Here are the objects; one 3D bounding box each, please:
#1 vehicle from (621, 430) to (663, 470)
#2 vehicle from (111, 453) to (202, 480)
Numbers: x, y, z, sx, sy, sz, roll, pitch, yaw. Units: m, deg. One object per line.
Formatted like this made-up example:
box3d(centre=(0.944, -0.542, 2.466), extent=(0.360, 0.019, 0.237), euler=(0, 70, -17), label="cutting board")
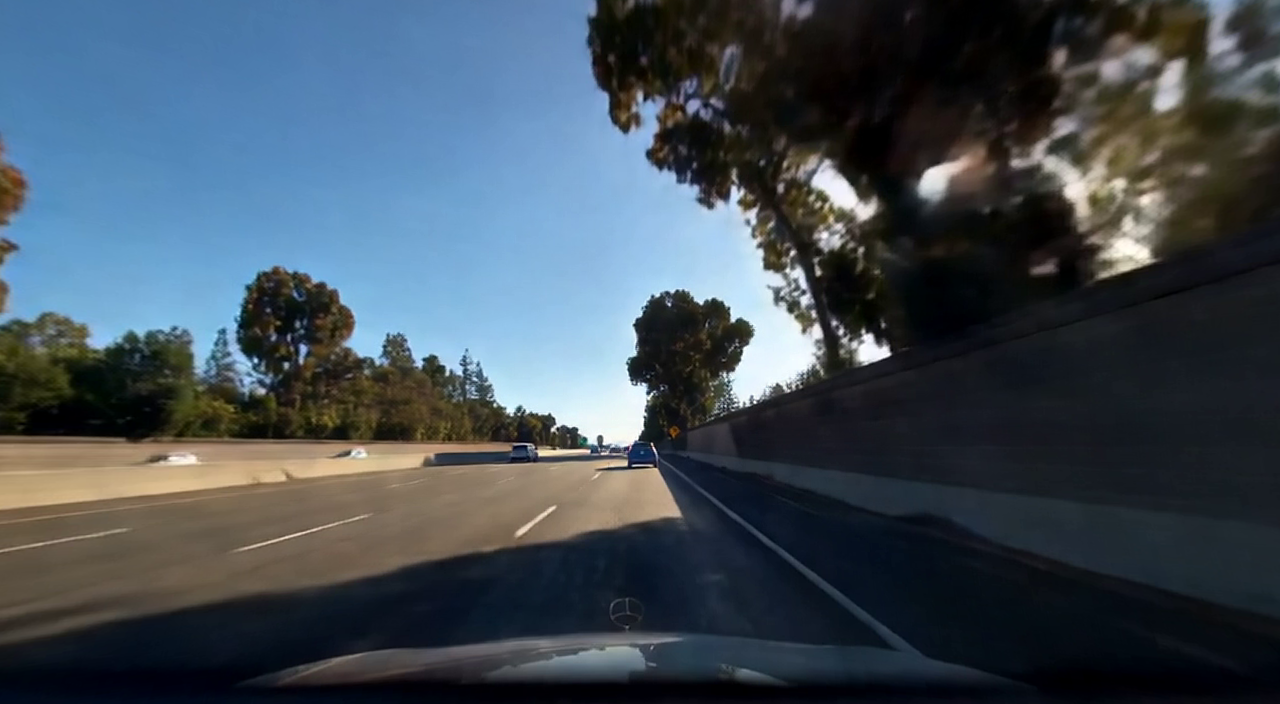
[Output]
box3d(centre=(0.112, 5.753, 37.122), extent=(2.318, 2.145, 4.561), euler=(0, -8, 0), label="vehicle")
box3d(centre=(-30.864, 7.321, 40.466), extent=(2.126, 1.550, 4.671), euler=(0, -8, 1), label="vehicle")
